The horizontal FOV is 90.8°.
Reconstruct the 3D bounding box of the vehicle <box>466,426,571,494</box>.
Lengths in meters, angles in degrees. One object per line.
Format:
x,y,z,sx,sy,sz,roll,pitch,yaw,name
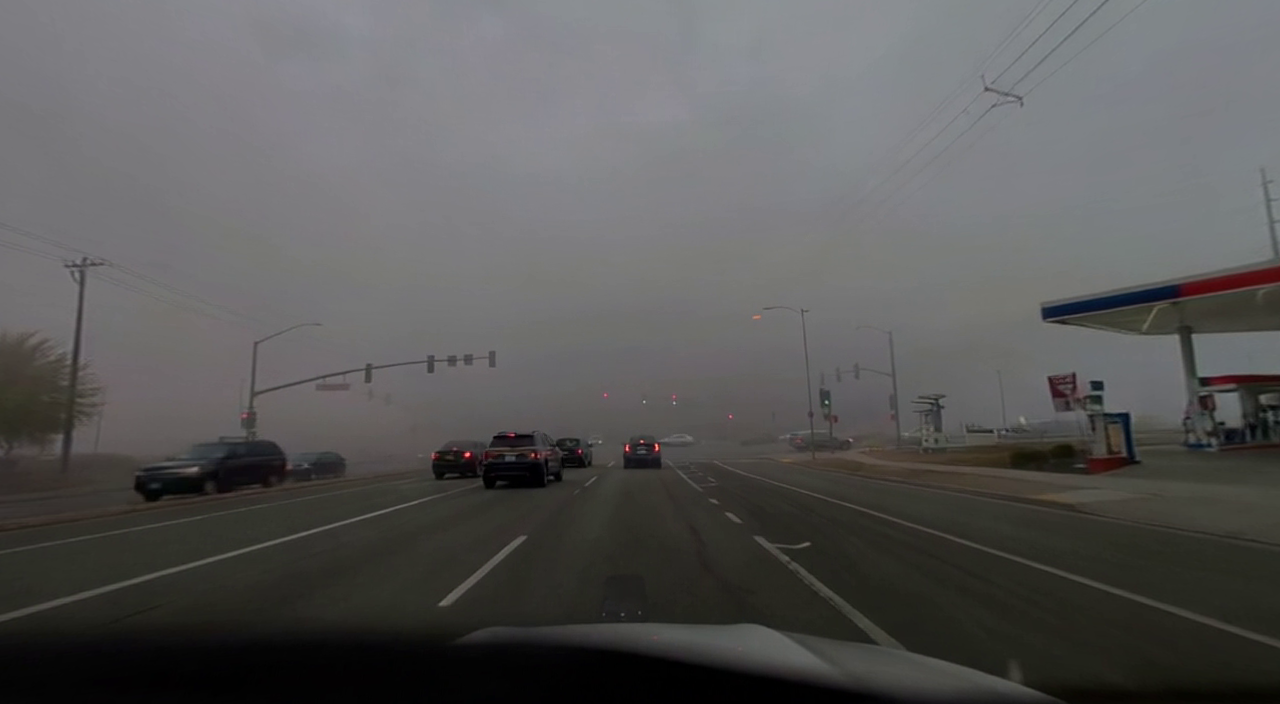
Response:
-3.368,3.106,18.469,2.096,1.718,4.266,0,-9,2,vehicle

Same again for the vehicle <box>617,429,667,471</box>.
0.111,4.697,30.426,2.224,1.819,5.005,0,-9,1,vehicle

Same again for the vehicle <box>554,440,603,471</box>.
-2.990,5.155,31.693,1.881,1.424,4.098,0,-9,2,vehicle

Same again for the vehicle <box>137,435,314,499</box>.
-13.715,3.825,21.525,2.238,1.872,5.625,0,-9,-1,vehicle
